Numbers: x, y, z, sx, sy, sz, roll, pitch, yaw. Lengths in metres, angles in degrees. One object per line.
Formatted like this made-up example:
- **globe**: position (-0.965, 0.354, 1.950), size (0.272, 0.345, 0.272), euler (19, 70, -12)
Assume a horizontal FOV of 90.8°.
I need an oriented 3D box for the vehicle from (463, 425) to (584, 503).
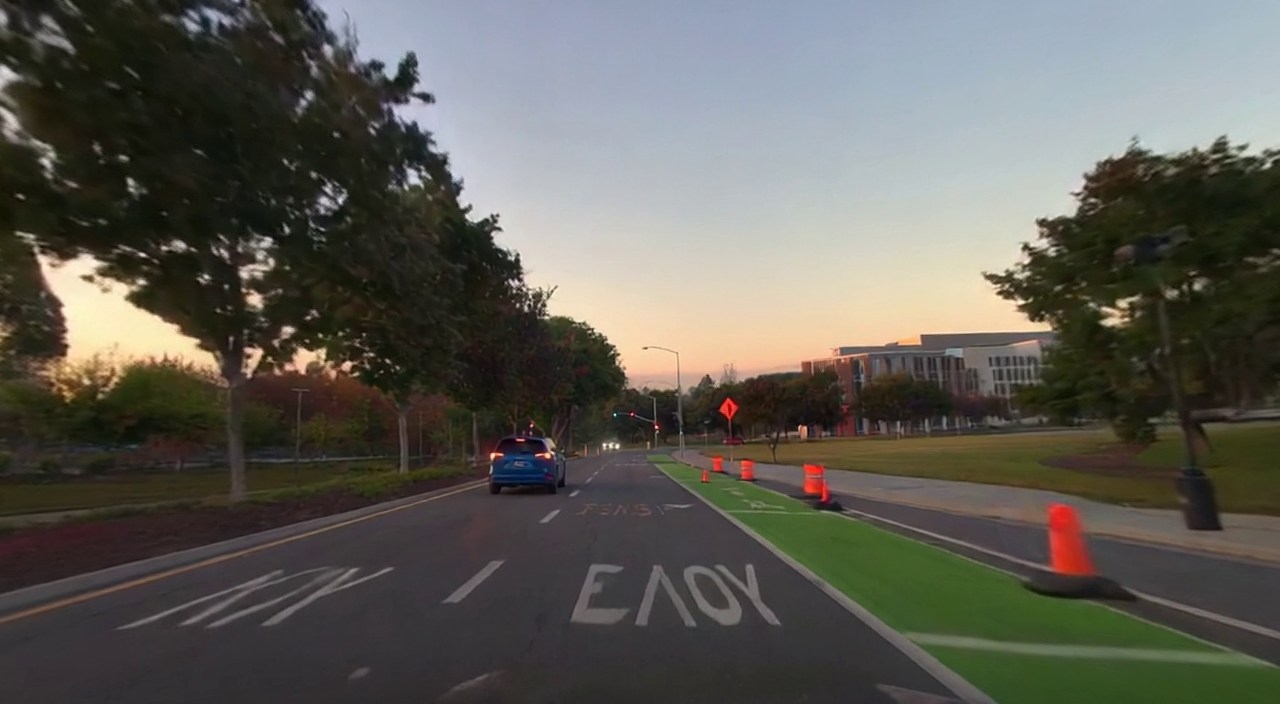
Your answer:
- **vehicle**: position (-2.940, 2.973, 17.127), size (2.339, 1.790, 4.629), euler (0, -9, 1)
